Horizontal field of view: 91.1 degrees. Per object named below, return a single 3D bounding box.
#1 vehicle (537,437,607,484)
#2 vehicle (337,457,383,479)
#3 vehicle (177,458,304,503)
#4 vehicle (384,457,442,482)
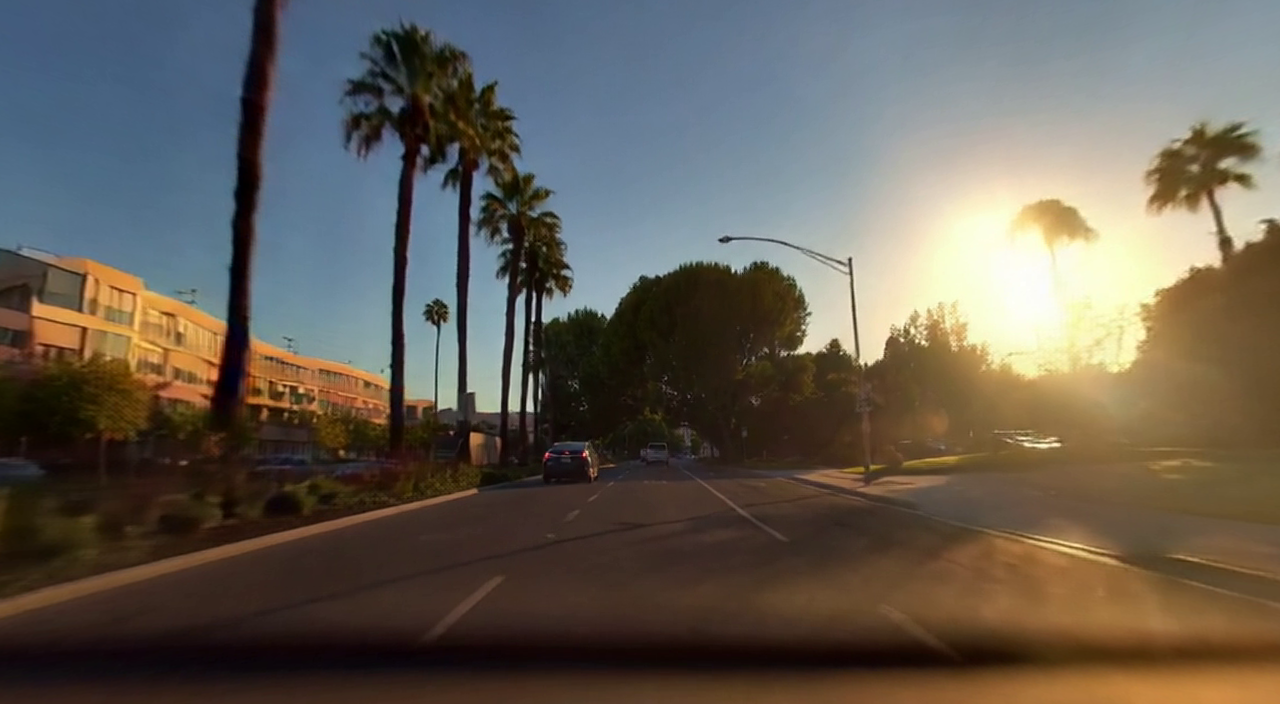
[{"bbox_3d":[-2.757,4.540,26.647,2.188,1.819,4.667,-1,-8,4],"label":"vehicle"},{"bbox_3d":[-22.088,9.088,49.495,2.079,1.515,4.616,7,-11,-39],"label":"vehicle"},{"bbox_3d":[-16.023,5.132,25.522,2.195,1.559,4.362,0,-8,2],"label":"vehicle"},{"bbox_3d":[-15.532,8.035,43.204,2.255,1.551,4.298,0,-8,2],"label":"vehicle"}]
